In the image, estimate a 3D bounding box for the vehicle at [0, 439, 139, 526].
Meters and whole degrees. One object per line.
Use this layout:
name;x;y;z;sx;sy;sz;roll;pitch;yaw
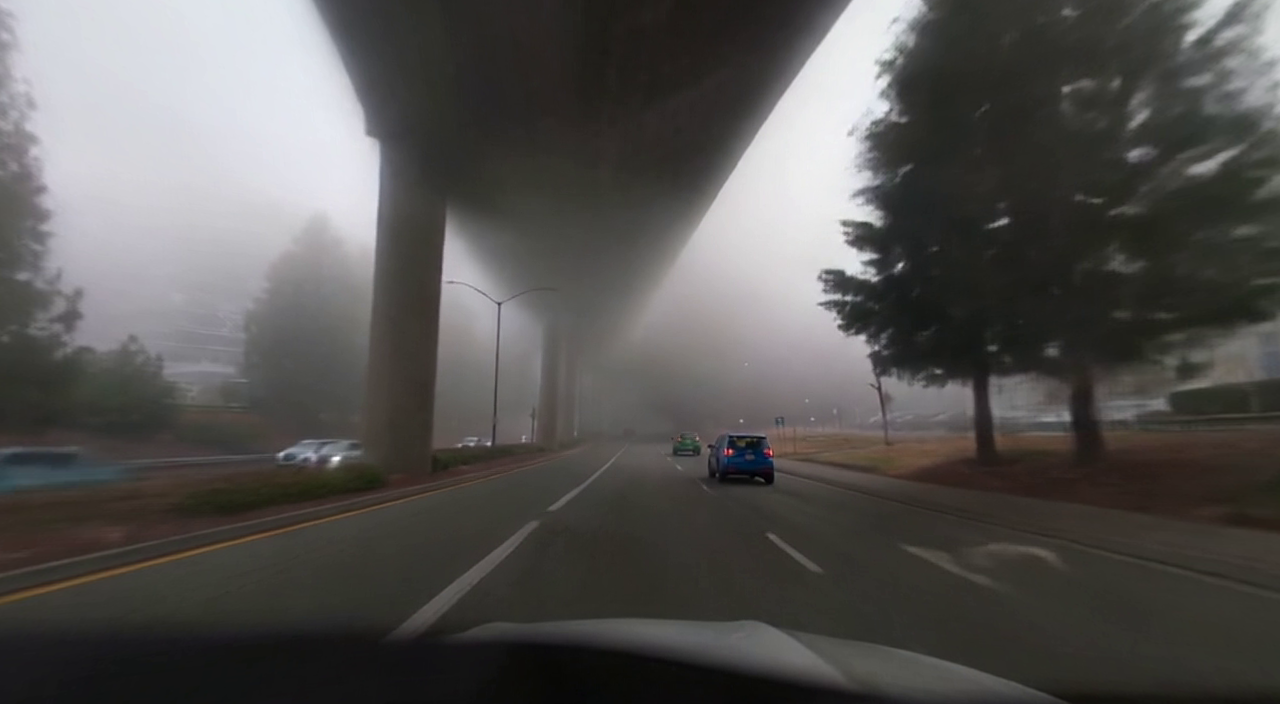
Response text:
vehicle;-12.163;2.372;11.581;1.961;1.512;4.747;0;-9;0

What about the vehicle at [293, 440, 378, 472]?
vehicle;-15.438;5.276;32.267;1.906;1.509;4.772;0;-9;1

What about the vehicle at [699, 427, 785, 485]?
vehicle;3.265;3.448;21.077;2.110;1.712;4.489;0;-9;0

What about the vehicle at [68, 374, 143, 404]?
vehicle;-41.844;2.909;49.347;4.034;1.787;2.001;-3;-14;5
